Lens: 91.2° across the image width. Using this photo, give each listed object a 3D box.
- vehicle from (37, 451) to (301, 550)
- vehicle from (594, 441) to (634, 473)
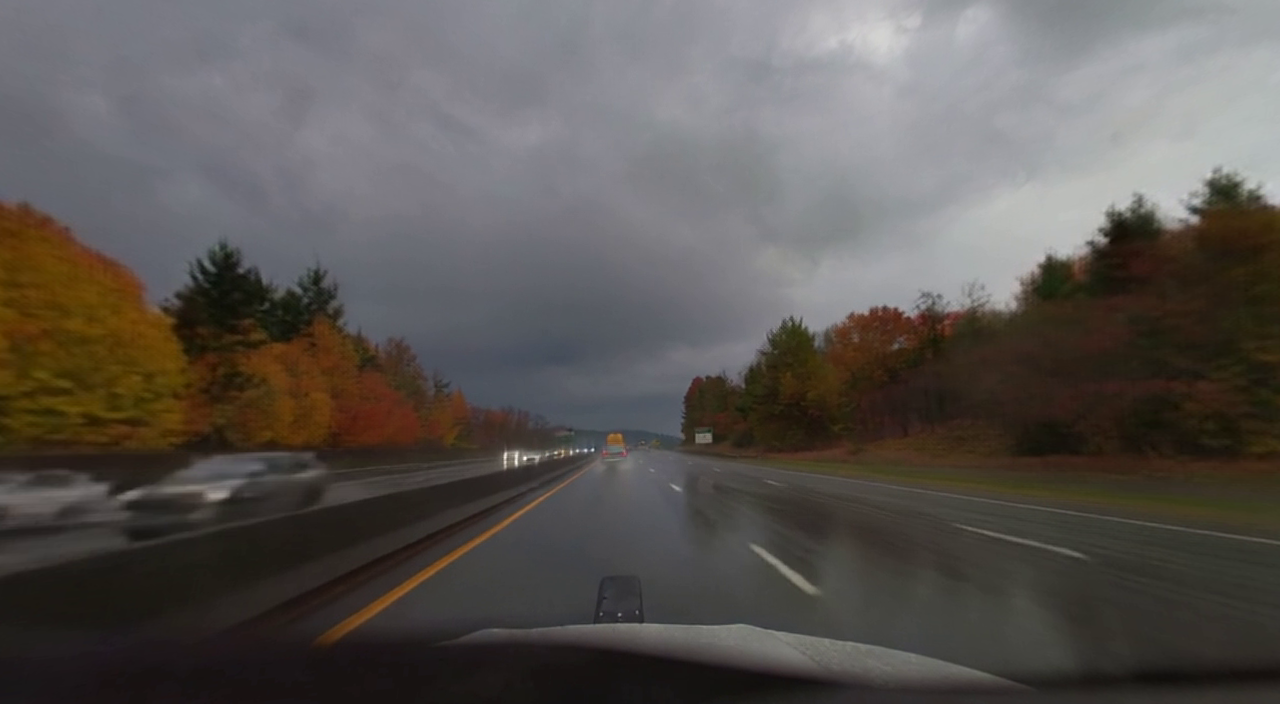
[{"bbox_3d":[-9.251,2.889,12.949,2.076,1.635,4.399,0,-9,-2],"label":"vehicle"},{"bbox_3d":[-1.498,6.032,36.218,2.168,1.705,4.272,0,-9,-2],"label":"vehicle"}]
